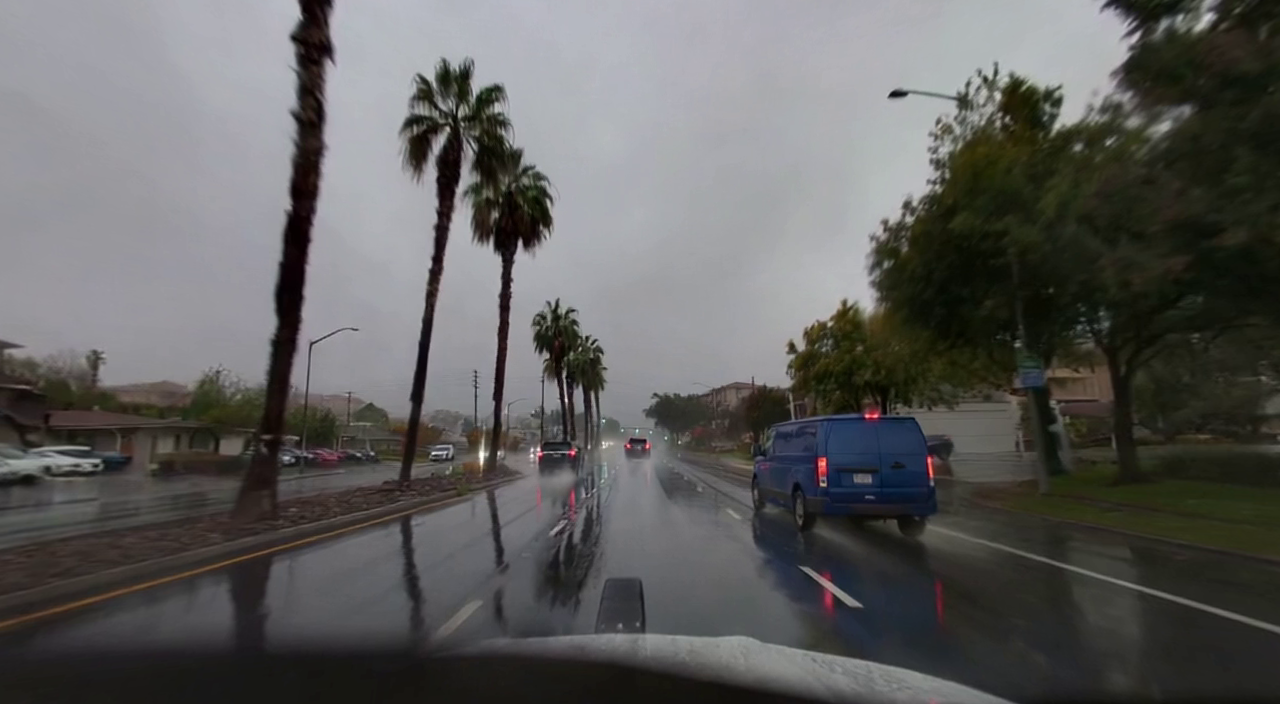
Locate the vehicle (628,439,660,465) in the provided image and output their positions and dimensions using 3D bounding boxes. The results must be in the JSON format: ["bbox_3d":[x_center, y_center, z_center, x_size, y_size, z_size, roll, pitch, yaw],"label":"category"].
[{"bbox_3d":[0.240,7.105,45.183,2.191,1.761,3.857,0,-9,0],"label":"vehicle"}]

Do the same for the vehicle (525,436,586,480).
[{"bbox_3d":[-3.477,4.433,26.707,1.967,1.703,4.157,0,-8,1],"label":"vehicle"}]

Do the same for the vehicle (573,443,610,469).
[{"bbox_3d":[-2.803,6.142,37.505,1.869,1.454,4.142,0,-8,0],"label":"vehicle"}]

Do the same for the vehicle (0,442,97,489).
[{"bbox_3d":[-29.099,5.144,28.825,6.396,2.029,2.355,0,-8,0],"label":"vehicle"}]

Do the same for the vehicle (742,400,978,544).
[{"bbox_3d":[3.346,1.960,10.946,2.234,1.912,4.847,0,-9,-1],"label":"vehicle"}]

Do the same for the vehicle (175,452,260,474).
[{"bbox_3d":[-28.595,7.505,42.819,4.371,1.393,1.867,0,-9,-1],"label":"vehicle"}]
